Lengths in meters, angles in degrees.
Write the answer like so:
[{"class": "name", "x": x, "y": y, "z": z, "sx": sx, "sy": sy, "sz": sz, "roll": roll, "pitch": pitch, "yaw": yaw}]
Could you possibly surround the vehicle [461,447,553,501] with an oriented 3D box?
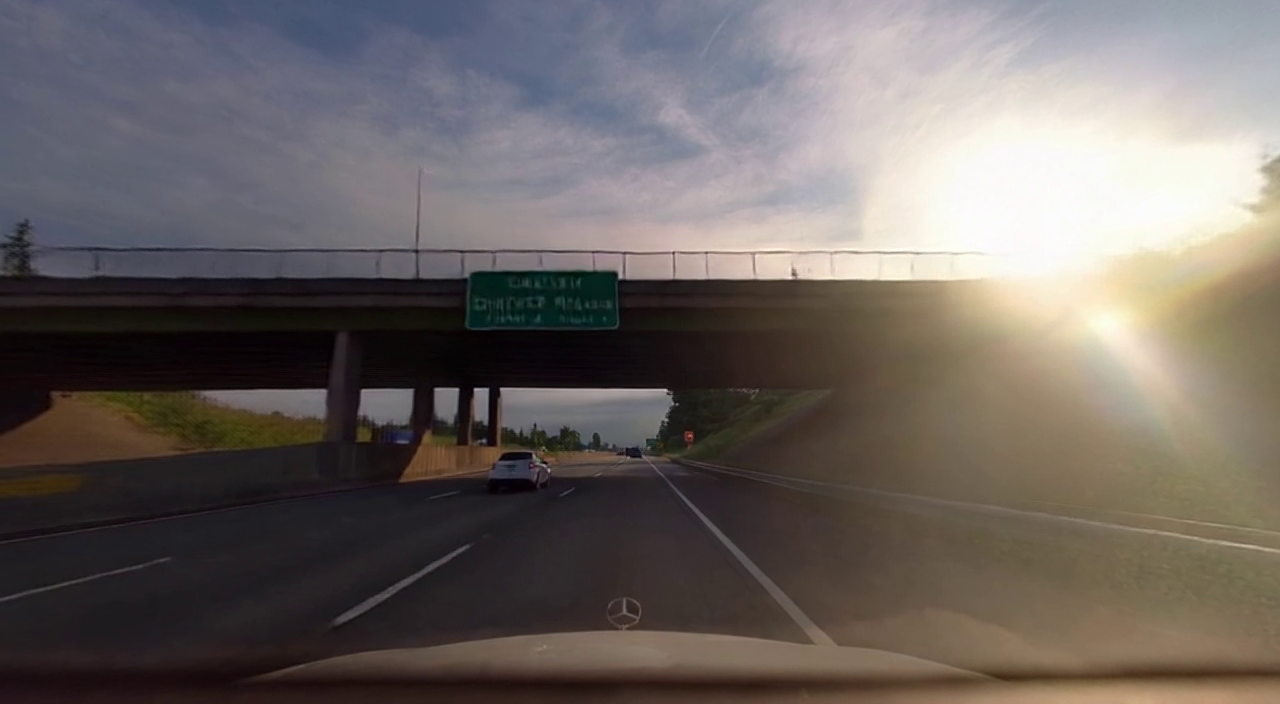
[{"class": "vehicle", "x": -4.039, "y": 3.780, "z": 19.906, "sx": 1.992, "sy": 1.504, "sz": 4.117, "roll": 0, "pitch": -9, "yaw": 0}]
